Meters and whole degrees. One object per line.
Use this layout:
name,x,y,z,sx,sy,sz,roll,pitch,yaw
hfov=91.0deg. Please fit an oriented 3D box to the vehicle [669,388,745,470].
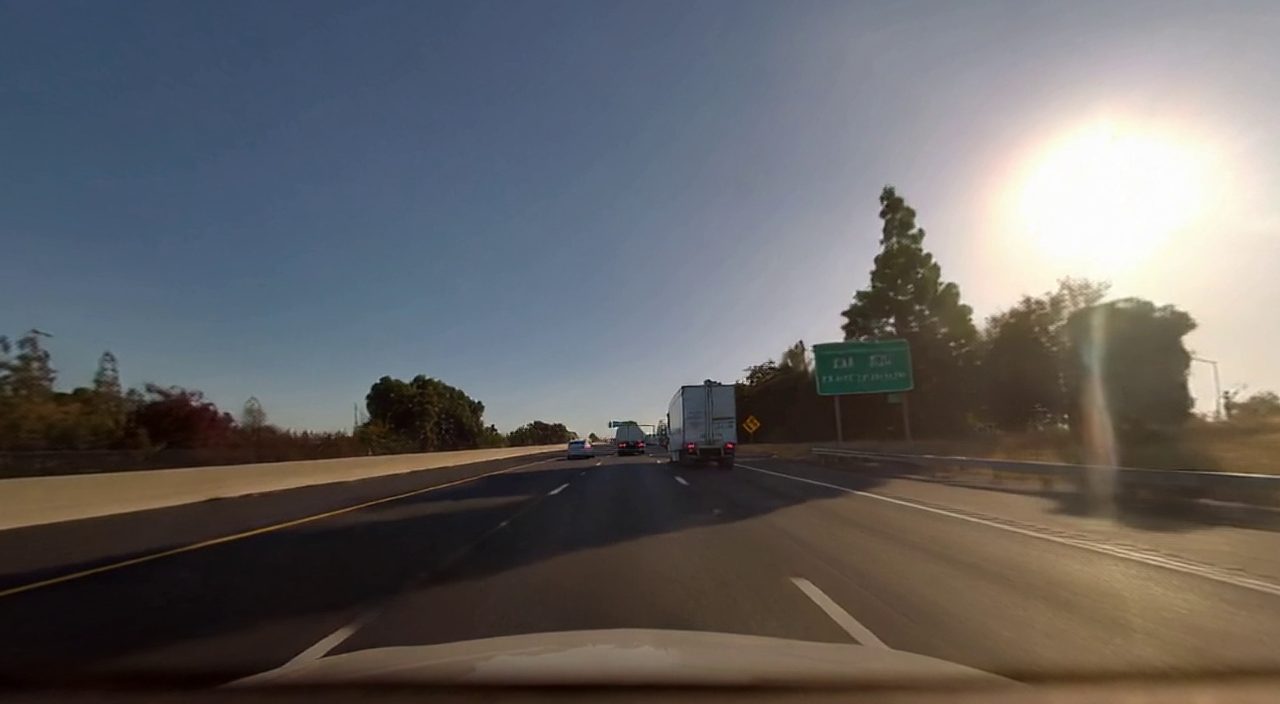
vehicle,3.540,4.548,36.346,2.997,3.983,10.860,1,-8,-1

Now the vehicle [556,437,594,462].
vehicle,-4.216,6.391,41.324,2.111,1.536,4.270,0,-8,0
